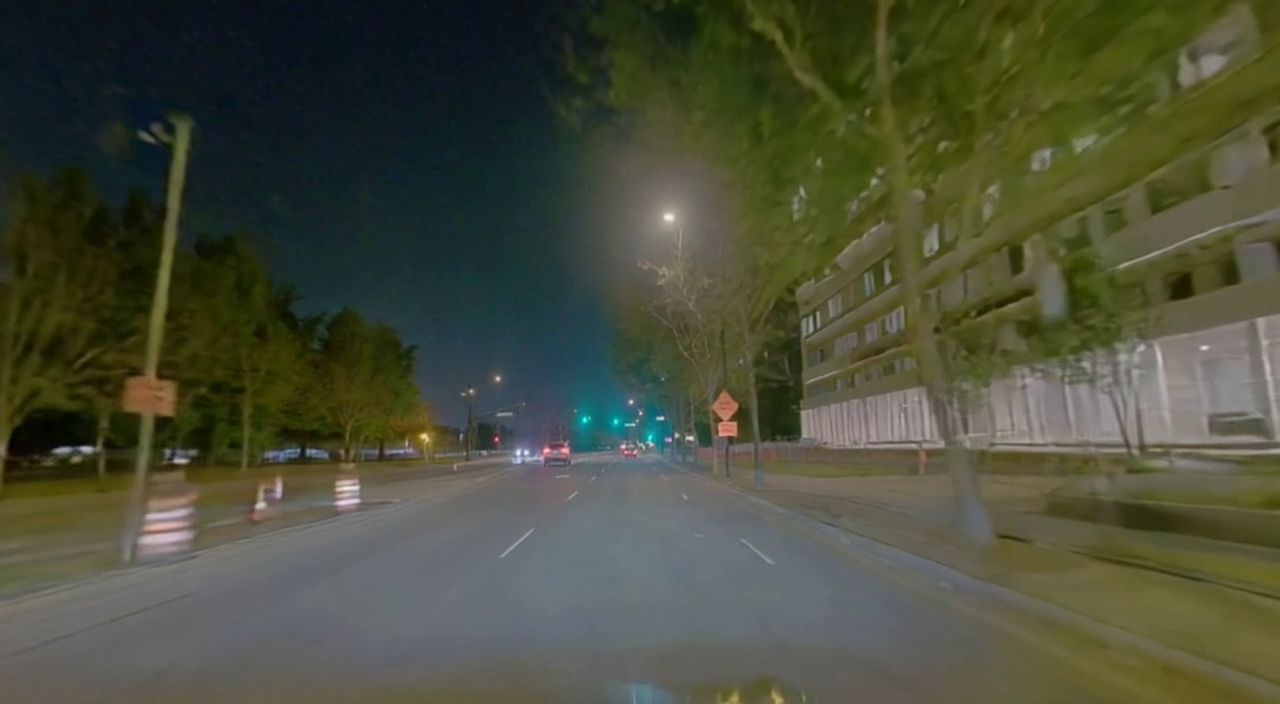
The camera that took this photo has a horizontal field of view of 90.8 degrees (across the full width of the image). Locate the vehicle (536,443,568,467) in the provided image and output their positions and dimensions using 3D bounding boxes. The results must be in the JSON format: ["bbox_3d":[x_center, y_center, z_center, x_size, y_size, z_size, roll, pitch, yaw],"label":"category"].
[{"bbox_3d":[-6.501,7.675,47.275,2.076,1.724,4.188,0,-9,-4],"label":"vehicle"}]
